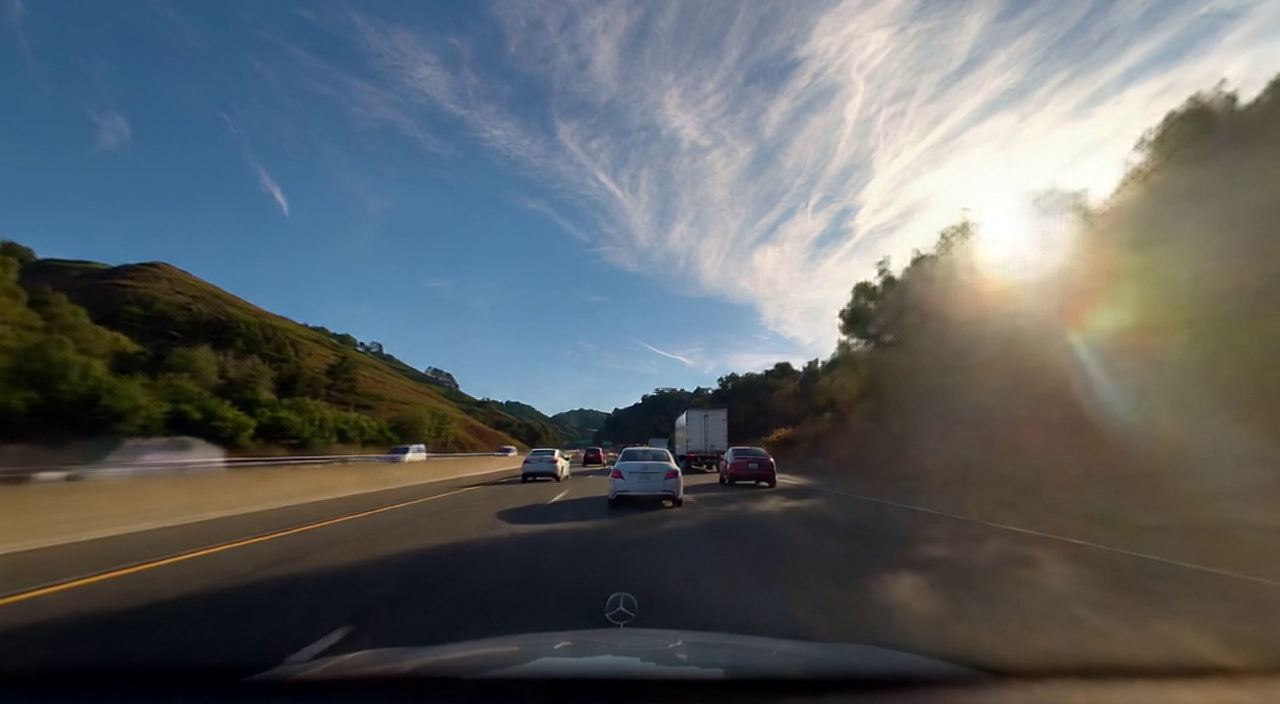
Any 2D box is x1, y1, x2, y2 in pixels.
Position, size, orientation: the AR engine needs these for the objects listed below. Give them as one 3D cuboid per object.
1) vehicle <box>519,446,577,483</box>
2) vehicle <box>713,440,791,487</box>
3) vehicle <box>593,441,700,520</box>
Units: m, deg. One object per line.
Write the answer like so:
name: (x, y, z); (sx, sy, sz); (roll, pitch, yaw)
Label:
vehicle: (-3.910, 4.855, 27.391); (1.848, 1.486, 3.832); (-1, -9, 2)
vehicle: (4.075, 4.145, 23.656); (2.029, 1.579, 4.484); (0, -9, -1)
vehicle: (0.128, 2.739, 13.896); (2.041, 1.484, 3.535); (0, -9, 0)
